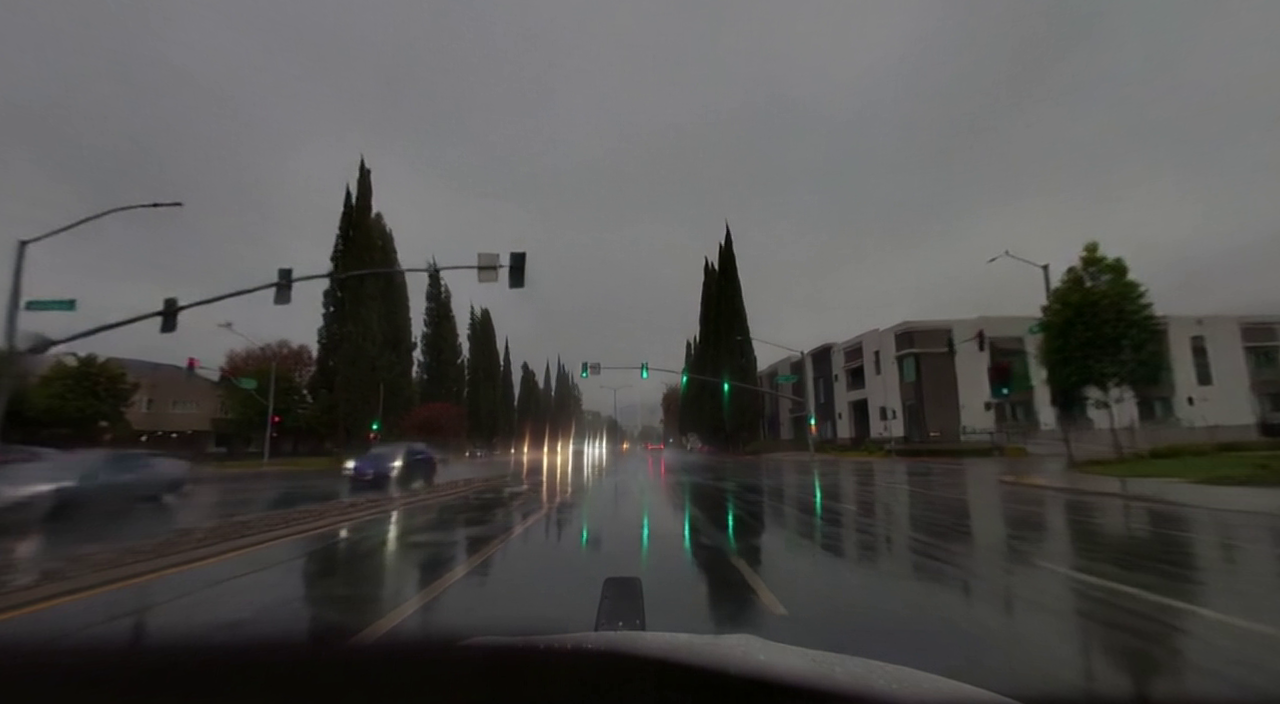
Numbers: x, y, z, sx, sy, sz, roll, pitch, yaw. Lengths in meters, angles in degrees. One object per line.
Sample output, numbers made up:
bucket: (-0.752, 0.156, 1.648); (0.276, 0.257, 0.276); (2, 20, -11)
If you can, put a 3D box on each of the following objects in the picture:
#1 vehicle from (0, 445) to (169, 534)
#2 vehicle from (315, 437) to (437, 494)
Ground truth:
vehicle: (-11.869, 2.568, 12.278); (1.952, 1.478, 4.521); (0, -8, 0)
vehicle: (-8.767, 3.787, 21.502); (2.140, 1.685, 4.571); (0, -8, 0)
